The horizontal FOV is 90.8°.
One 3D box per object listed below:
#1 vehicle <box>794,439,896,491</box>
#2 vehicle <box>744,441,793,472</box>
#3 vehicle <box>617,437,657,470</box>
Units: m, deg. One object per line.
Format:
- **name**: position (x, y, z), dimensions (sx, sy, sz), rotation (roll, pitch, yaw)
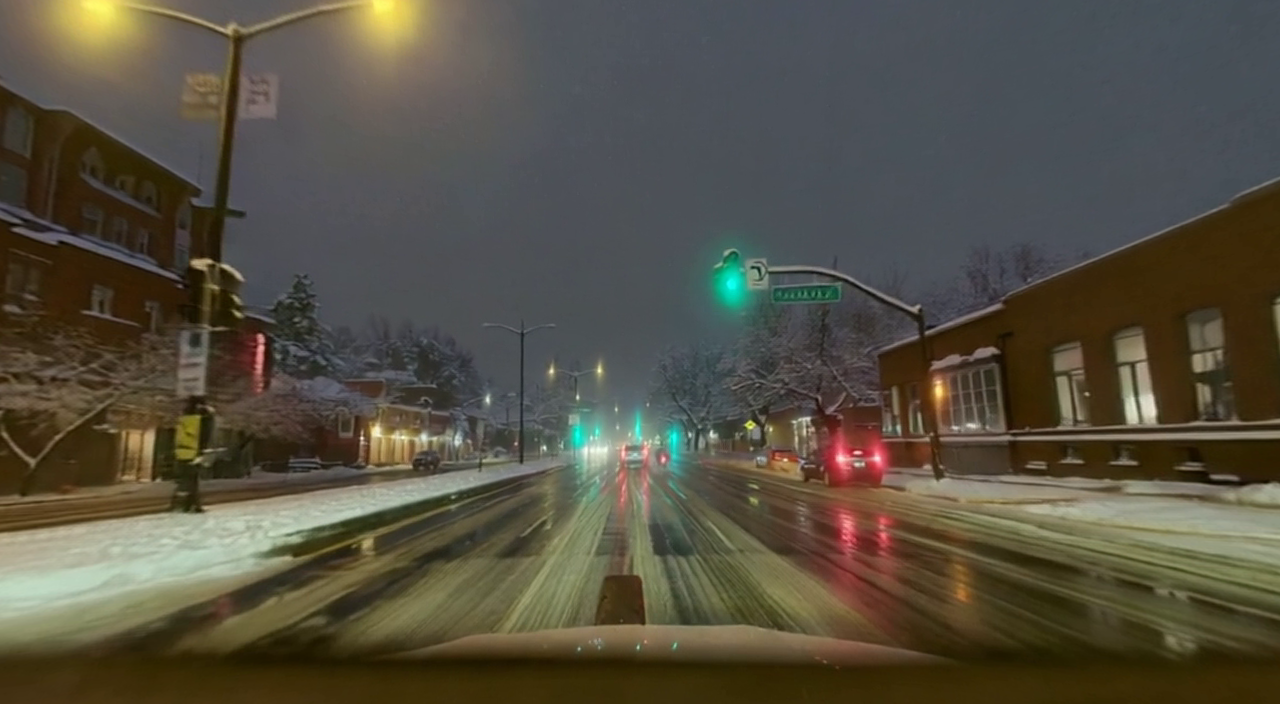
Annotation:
- **vehicle**: position (6.886, 3.810, 21.713), dimensions (2.069, 1.590, 4.066), rotation (0, -8, -1)
- **vehicle**: position (7.044, 5.759, 35.025), dimensions (1.785, 1.586, 3.896), rotation (0, -8, -1)
- **vehicle**: position (-0.229, 5.947, 37.186), dimensions (2.223, 1.775, 4.250), rotation (0, -8, -2)
